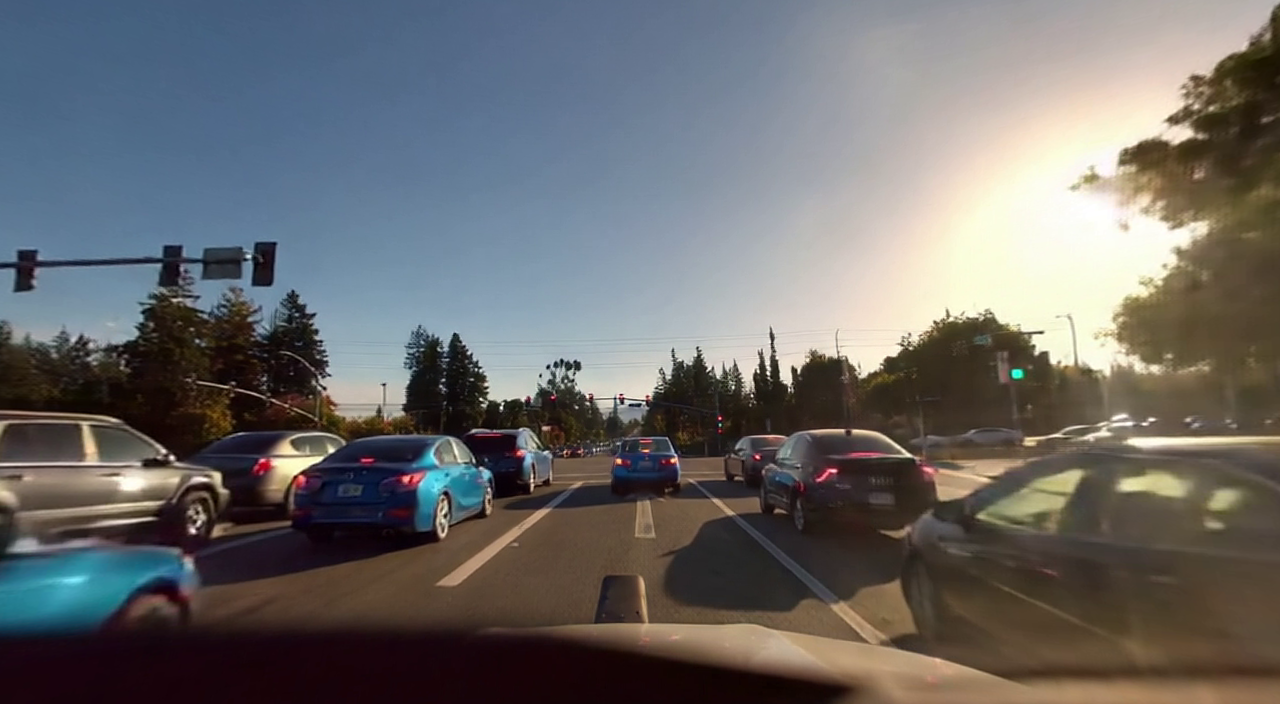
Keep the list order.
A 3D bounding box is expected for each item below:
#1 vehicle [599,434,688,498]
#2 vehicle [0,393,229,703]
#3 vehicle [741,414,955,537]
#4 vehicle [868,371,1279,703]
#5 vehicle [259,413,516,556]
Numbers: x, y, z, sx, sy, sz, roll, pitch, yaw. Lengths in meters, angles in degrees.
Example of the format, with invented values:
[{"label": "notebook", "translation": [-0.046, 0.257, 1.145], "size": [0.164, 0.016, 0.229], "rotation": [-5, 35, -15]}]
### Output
[{"label": "vehicle", "translation": [0.038, 3.019, 17.064], "size": [2.114, 1.482, 4.056], "rotation": [0, -9, -1]}, {"label": "vehicle", "translation": [-3.230, 0.713, 0.993], "size": [2.139, 1.478, 4.510], "rotation": [0, -9, 0]}, {"label": "vehicle", "translation": [3.249, 2.057, 11.037], "size": [2.178, 1.691, 4.314], "rotation": [0, -9, -1]}, {"label": "vehicle", "translation": [2.796, 0.933, 2.647], "size": [2.002, 1.474, 4.528], "rotation": [0, -9, 0]}, {"label": "vehicle", "translation": [-3.399, 1.891, 9.676], "size": [2.034, 1.655, 4.465], "rotation": [0, -9, 1]}]
